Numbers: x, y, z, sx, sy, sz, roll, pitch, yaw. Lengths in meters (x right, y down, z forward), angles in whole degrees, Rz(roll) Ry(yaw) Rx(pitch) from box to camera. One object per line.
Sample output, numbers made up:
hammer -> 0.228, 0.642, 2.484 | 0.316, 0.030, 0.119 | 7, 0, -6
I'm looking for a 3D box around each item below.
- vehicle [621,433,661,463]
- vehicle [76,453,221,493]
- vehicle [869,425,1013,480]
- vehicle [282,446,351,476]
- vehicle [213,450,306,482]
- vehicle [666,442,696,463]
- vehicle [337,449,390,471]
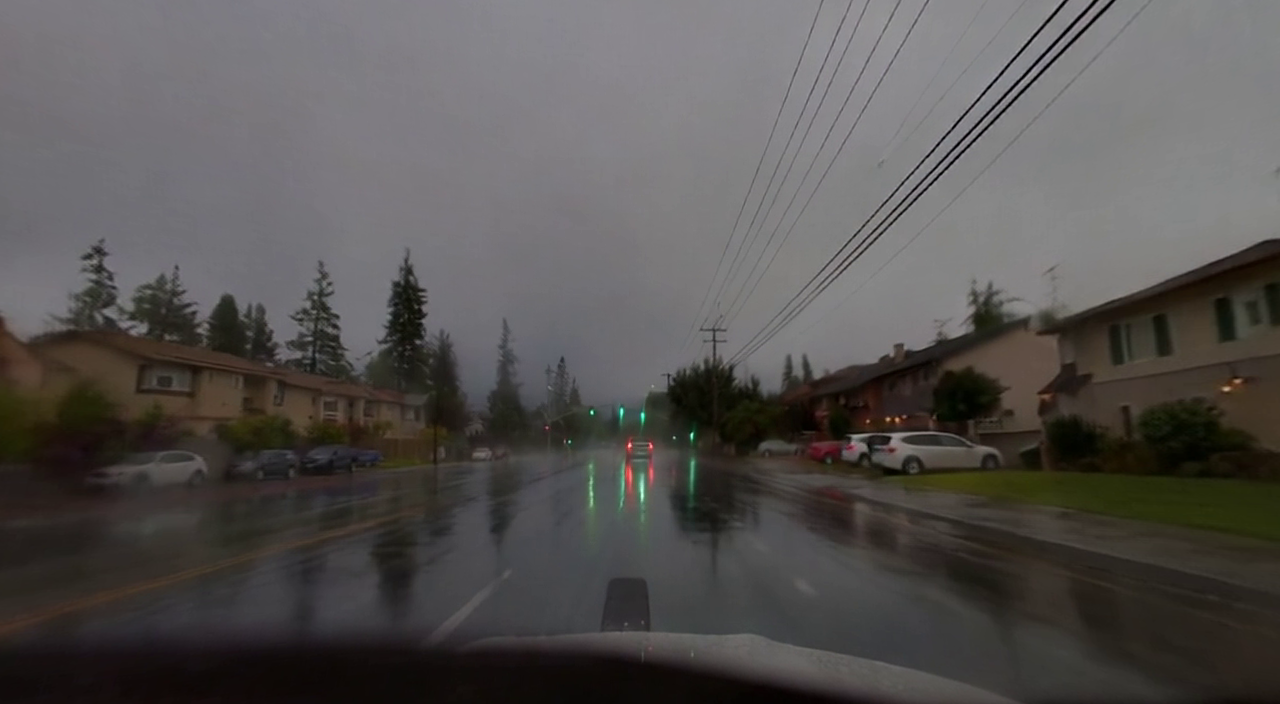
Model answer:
vehicle -> 0.030, 7.037, 46.220 | 2.769, 2.087, 5.130 | 0, -8, -1
vehicle -> -20.414, 5.013, 26.512 | 2.178, 1.484, 4.726 | 0, -9, 2
vehicle -> 11.544, 3.884, 24.482 | 4.305, 1.997, 2.453 | 0, -9, -1
vehicle -> -20.282, 6.827, 39.756 | 1.973, 1.700, 4.475 | 0, -8, -1
vehicle -> -20.117, 6.024, 33.585 | 2.050, 1.501, 4.588 | 0, -9, 1
vehicle -> 3.061, 7.590, 47.880 | 2.002, 1.511, 4.124 | 0, -8, -1
vehicle -> -20.455, 7.958, 46.814 | 1.865, 1.506, 4.706 | 0, -8, -1
